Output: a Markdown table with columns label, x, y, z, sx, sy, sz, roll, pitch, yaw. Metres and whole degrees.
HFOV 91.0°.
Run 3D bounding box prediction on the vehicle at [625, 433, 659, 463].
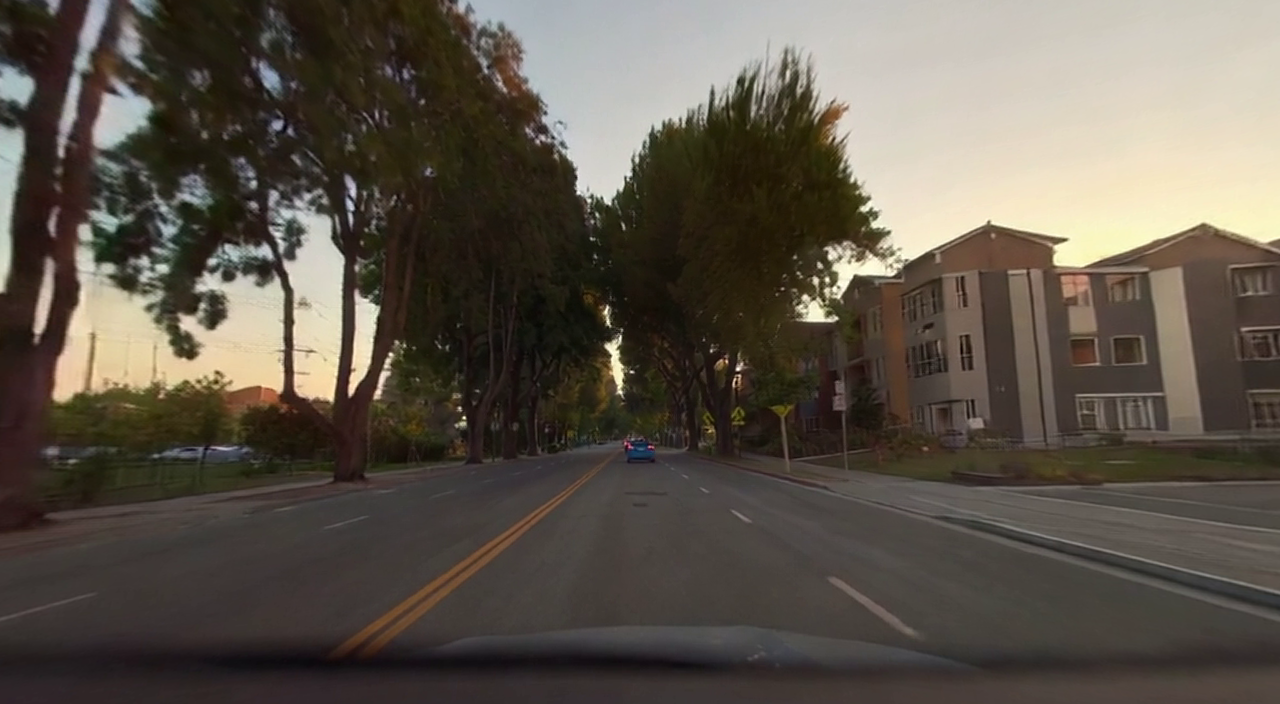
| label | x | y | z | sx | sy | sz | roll | pitch | yaw |
| --- | --- | --- | --- | --- | --- | --- | --- | --- | --- |
| vehicle | 0.119 | 5.896 | 38.721 | 1.981 | 1.703 | 3.691 | 0 | -8 | 1 |
